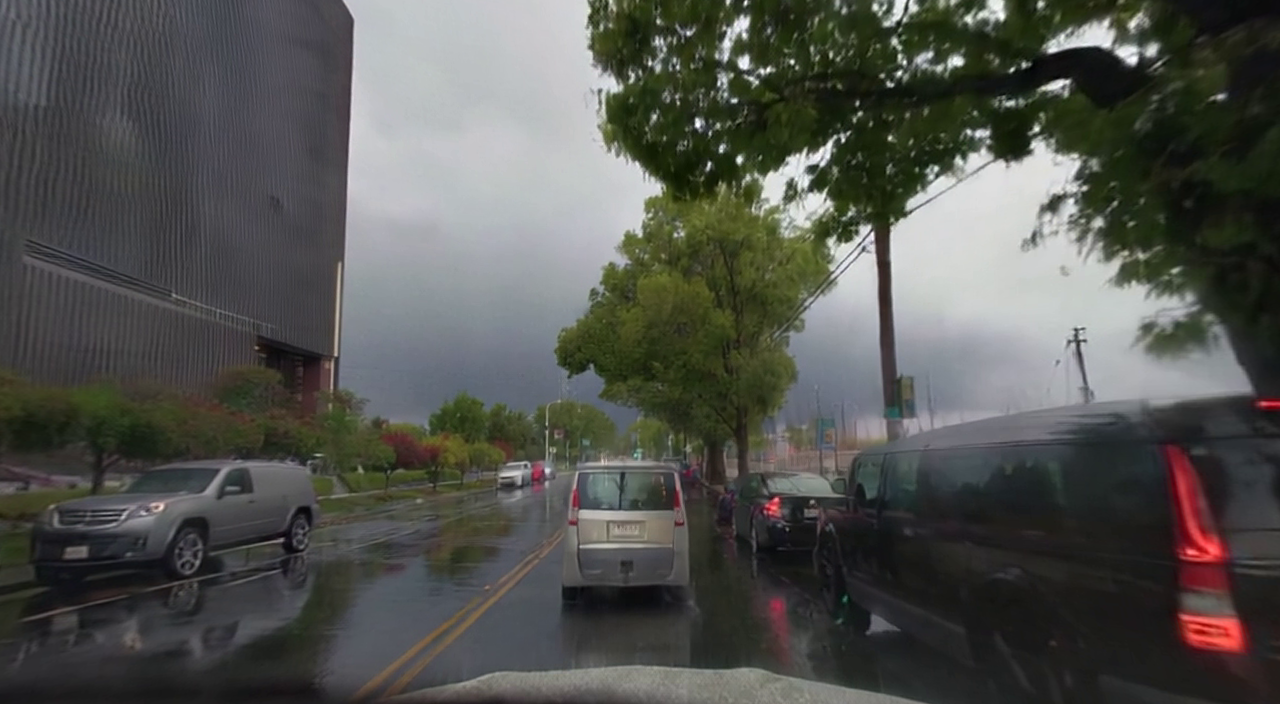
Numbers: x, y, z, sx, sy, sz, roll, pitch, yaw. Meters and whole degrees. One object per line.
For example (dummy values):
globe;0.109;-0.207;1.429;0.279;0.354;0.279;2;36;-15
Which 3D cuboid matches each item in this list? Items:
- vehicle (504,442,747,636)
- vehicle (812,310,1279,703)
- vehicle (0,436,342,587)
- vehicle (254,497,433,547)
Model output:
vehicle;-0.109;1.907;7.163;2.018;1.583;3.646;1;-10;0
vehicle;2.728;1.216;4.246;1.868;1.920;4.501;1;-10;0
vehicle;-6.807;2.420;9.961;1.994;1.701;4.520;-3;-12;-1
vehicle;-7.033;4.142;15.626;2.223;0.774;4.789;1;-10;-1
